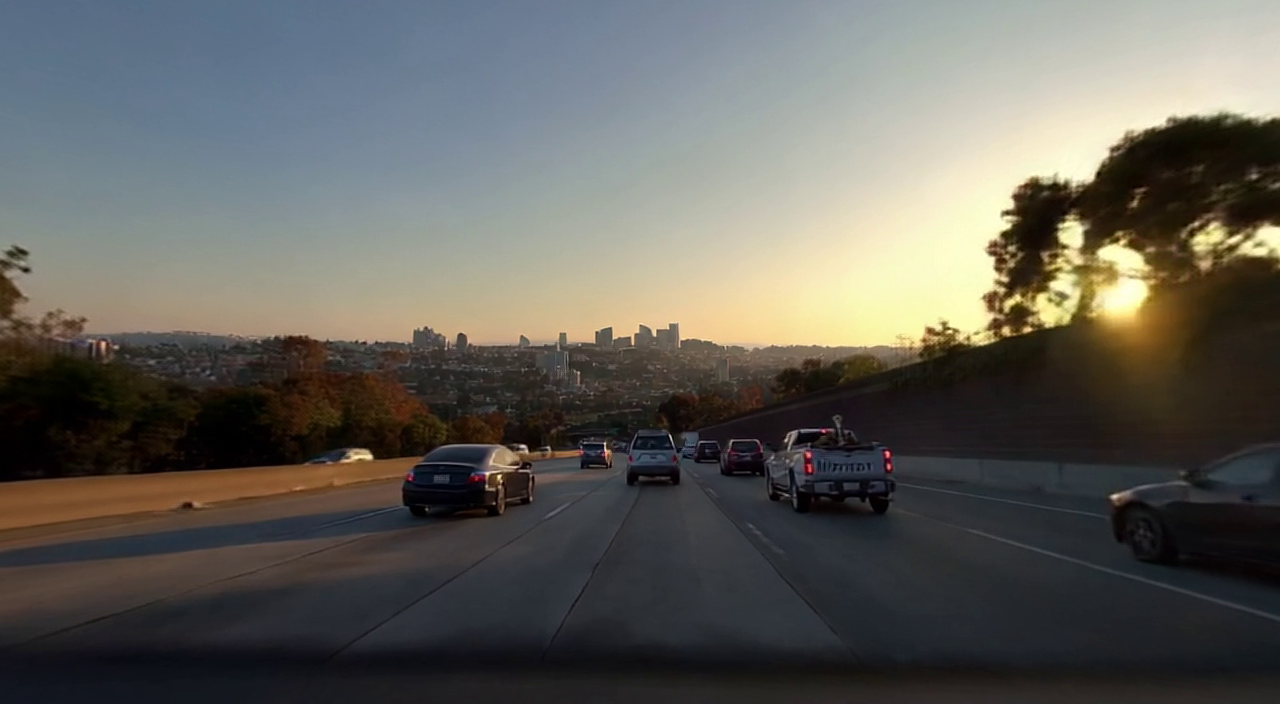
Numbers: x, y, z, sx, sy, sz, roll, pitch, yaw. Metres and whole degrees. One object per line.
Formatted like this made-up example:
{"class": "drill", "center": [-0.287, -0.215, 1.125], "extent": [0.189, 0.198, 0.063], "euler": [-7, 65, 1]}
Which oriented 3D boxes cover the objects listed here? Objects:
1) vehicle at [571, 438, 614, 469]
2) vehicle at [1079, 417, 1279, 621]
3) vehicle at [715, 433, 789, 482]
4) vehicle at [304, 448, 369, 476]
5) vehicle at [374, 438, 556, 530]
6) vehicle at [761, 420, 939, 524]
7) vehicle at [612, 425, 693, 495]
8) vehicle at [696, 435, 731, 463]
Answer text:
{"class": "vehicle", "center": [-2.687, 5.880, 36.697], "extent": [1.951, 1.694, 4.188], "euler": [-1, -8, 3]}
{"class": "vehicle", "center": [5.691, 1.190, 4.440], "extent": [2.053, 1.473, 4.383], "euler": [-1, -8, 1]}
{"class": "vehicle", "center": [4.140, 3.974, 24.028], "extent": [2.094, 1.676, 4.309], "euler": [-1, -8, 1]}
{"class": "vehicle", "center": [-20.209, 7.311, 42.177], "extent": [1.950, 1.718, 4.492], "euler": [-1, -8, 2]}
{"class": "vehicle", "center": [-3.128, 2.465, 12.564], "extent": [1.965, 1.443, 4.968], "euler": [-1, -8, 3]}
{"class": "vehicle", "center": [3.932, 2.338, 12.811], "extent": [2.156, 1.701, 4.494], "euler": [-1, -8, 1]}
{"class": "vehicle", "center": [0.384, 3.193, 19.024], "extent": [2.153, 1.805, 4.631], "euler": [-1, -8, 1]}
{"class": "vehicle", "center": [5.002, 6.680, 43.420], "extent": [2.039, 1.832, 3.989], "euler": [-1, -8, 2]}
